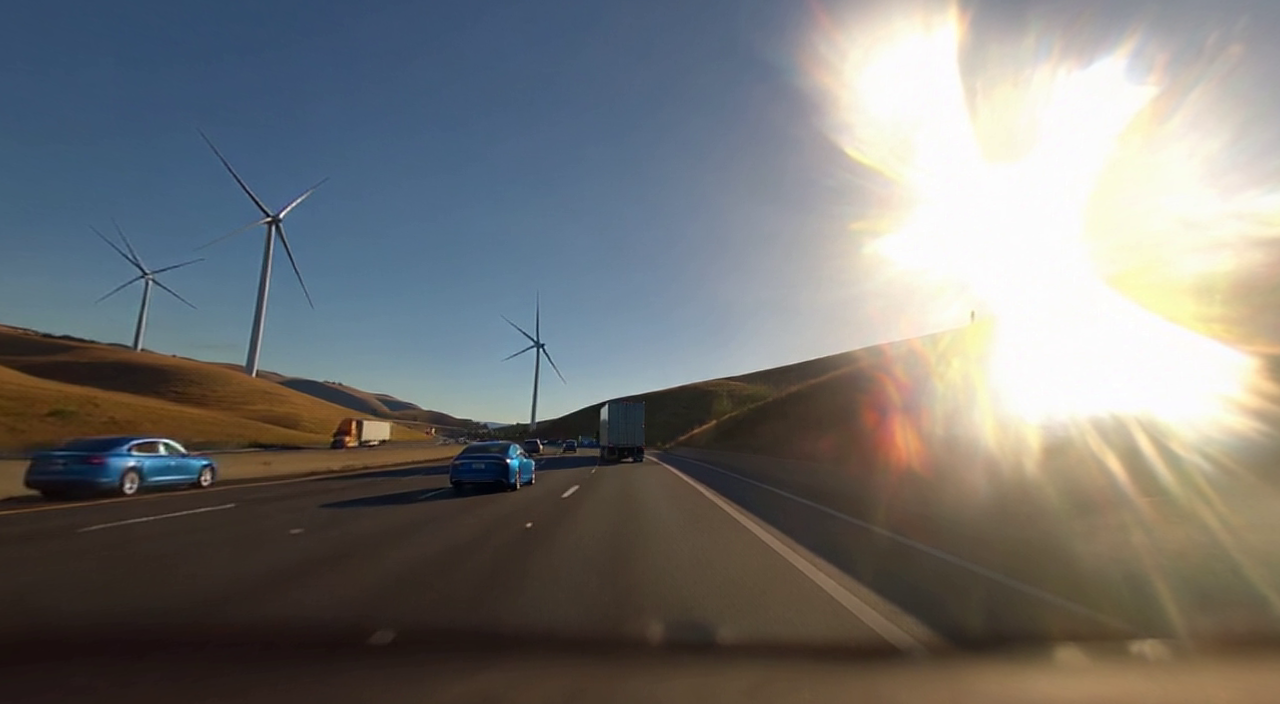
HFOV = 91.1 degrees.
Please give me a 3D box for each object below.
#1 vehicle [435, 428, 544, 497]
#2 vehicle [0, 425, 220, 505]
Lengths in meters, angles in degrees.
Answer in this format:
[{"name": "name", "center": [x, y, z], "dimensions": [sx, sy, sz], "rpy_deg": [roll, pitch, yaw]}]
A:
[{"name": "vehicle", "center": [-4.003, 3.001, 17.396], "dimensions": [2.109, 1.684, 3.783], "rpy_deg": [0, -8, 0]}, {"name": "vehicle", "center": [-14.822, 3.054, 17.558], "dimensions": [2.285, 1.835, 5.672], "rpy_deg": [0, -8, -1]}]
